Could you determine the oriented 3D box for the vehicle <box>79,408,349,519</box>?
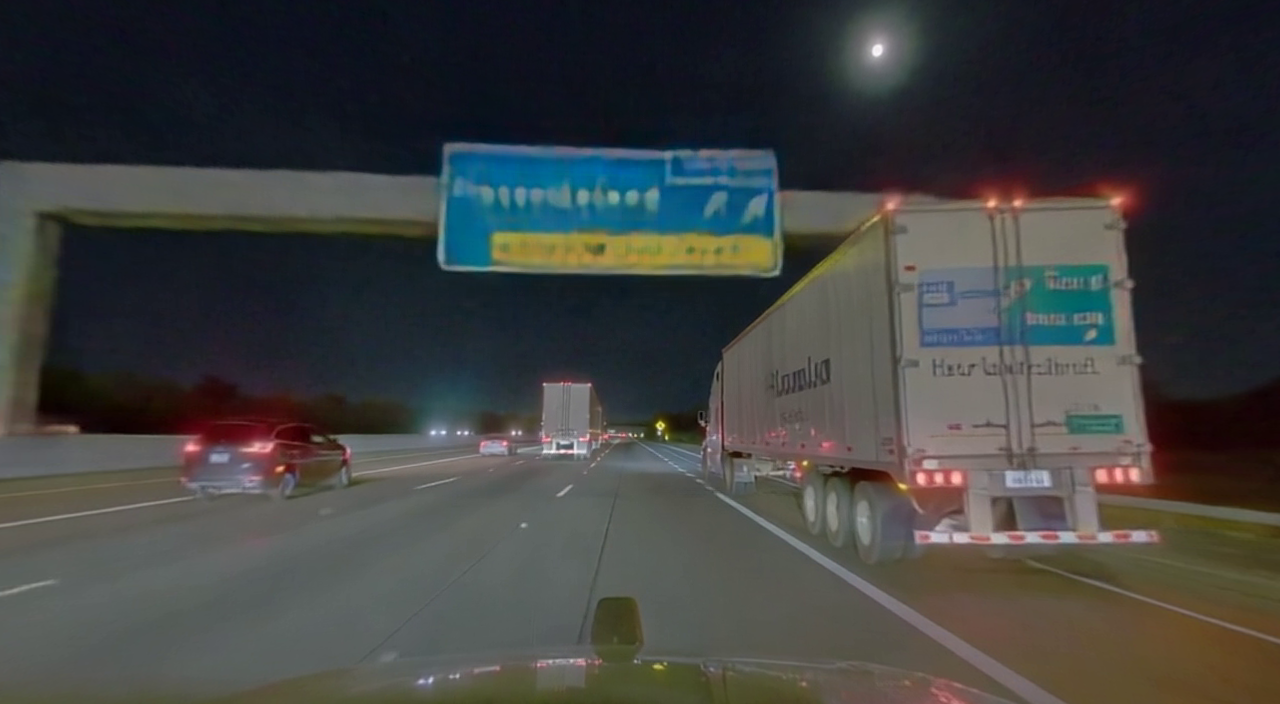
[{"bbox_3d":[-7.582,2.005,11.922,2.075,1.691,4.431,0,-8,-1],"label":"vehicle"}]

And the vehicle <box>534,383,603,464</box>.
[{"bbox_3d":[-3.937,4.406,37.501,3.002,3.987,12.477,-1,-8,-2],"label":"vehicle"}]
